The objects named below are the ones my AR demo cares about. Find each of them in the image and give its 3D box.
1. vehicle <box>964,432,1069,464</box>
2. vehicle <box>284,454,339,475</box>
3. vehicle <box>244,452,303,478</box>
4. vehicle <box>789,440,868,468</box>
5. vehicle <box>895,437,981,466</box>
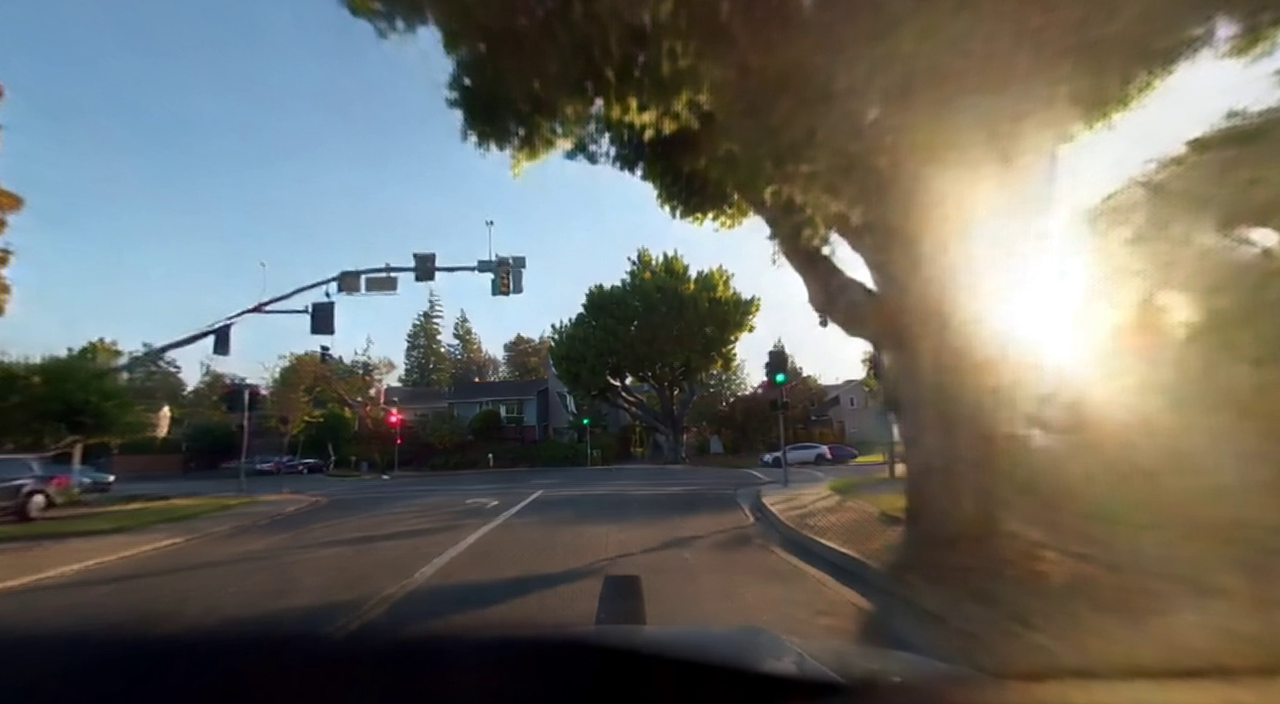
[{"bbox_3d":[21.020,5.371,35.401,4.510,1.673,2.030,0,-8,-2],"label":"vehicle"},{"bbox_3d":[-25.303,8.684,48.872,1.817,1.488,4.631,0,-8,-1],"label":"vehicle"},{"bbox_3d":[-28.208,8.684,48.734,1.967,1.779,4.159,0,-8,1],"label":"vehicle"},{"bbox_3d":[10.538,5.732,35.492,3.815,1.504,1.790,0,-8,0],"label":"vehicle"},{"bbox_3d":[18.356,6.156,39.101,4.326,1.672,1.903,0,-8,0],"label":"vehicle"}]
